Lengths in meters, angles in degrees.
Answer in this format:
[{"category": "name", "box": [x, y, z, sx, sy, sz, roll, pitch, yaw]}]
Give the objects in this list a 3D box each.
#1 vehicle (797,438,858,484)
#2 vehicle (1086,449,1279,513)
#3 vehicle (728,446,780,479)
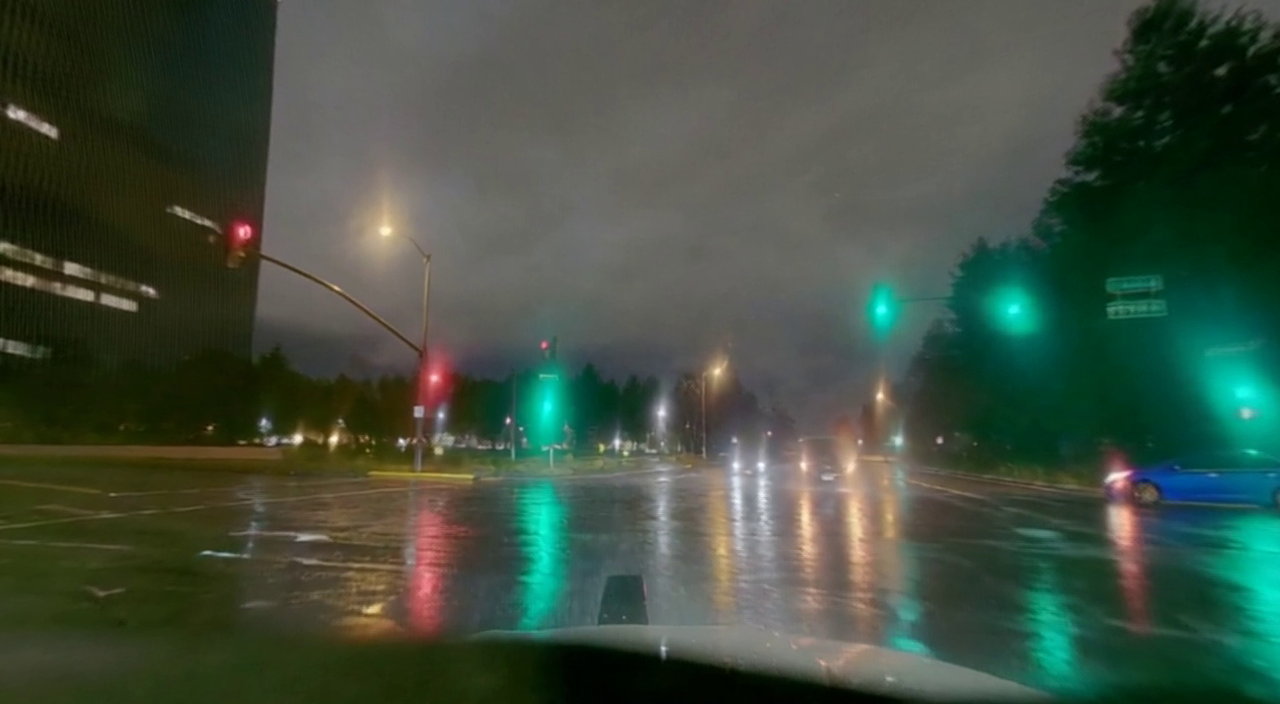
[{"category": "vehicle", "box": [7.571, 4.413, 25.790, 2.018, 1.699, 4.751, -2, -9, 13]}, {"category": "vehicle", "box": [15.511, 3.436, 17.268, 1.971, 1.503, 4.896, 3, -9, -20]}, {"category": "vehicle", "box": [5.740, 5.445, 31.225, 2.068, 1.486, 4.664, -3, -9, 15]}]
